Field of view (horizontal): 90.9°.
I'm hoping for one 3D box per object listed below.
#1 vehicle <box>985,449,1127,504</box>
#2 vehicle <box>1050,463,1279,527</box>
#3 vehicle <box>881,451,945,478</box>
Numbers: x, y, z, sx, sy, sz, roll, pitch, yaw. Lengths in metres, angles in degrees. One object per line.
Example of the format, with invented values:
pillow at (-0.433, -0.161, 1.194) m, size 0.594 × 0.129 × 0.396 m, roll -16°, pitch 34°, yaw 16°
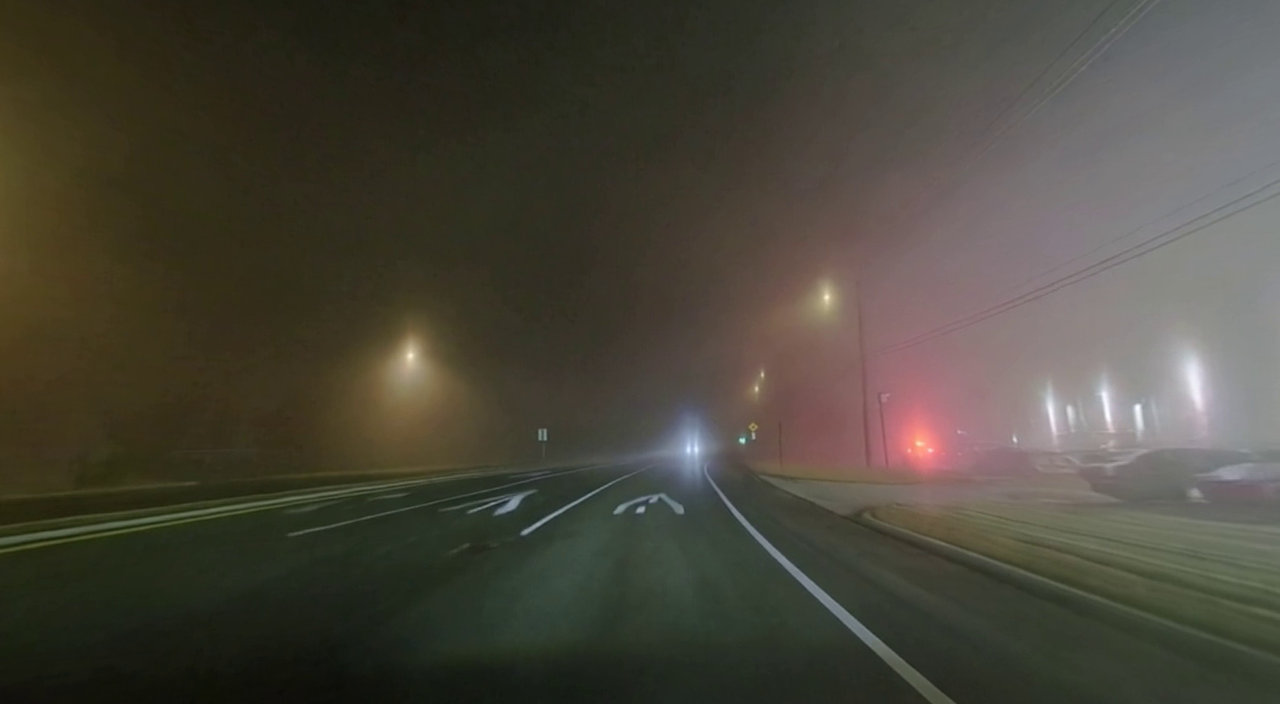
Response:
vehicle at (14.721, 4.318, 22.297) m, size 4.405 × 1.694 × 2.227 m, roll 4°, pitch -10°, yaw -28°
vehicle at (14.759, 3.941, 17.952) m, size 1.885 × 1.433 × 4.719 m, roll 7°, pitch -11°, yaw -40°
vehicle at (17.440, 7.195, 40.486) m, size 1.832 × 1.413 × 4.505 m, roll -6°, pitch -8°, yaw -3°
